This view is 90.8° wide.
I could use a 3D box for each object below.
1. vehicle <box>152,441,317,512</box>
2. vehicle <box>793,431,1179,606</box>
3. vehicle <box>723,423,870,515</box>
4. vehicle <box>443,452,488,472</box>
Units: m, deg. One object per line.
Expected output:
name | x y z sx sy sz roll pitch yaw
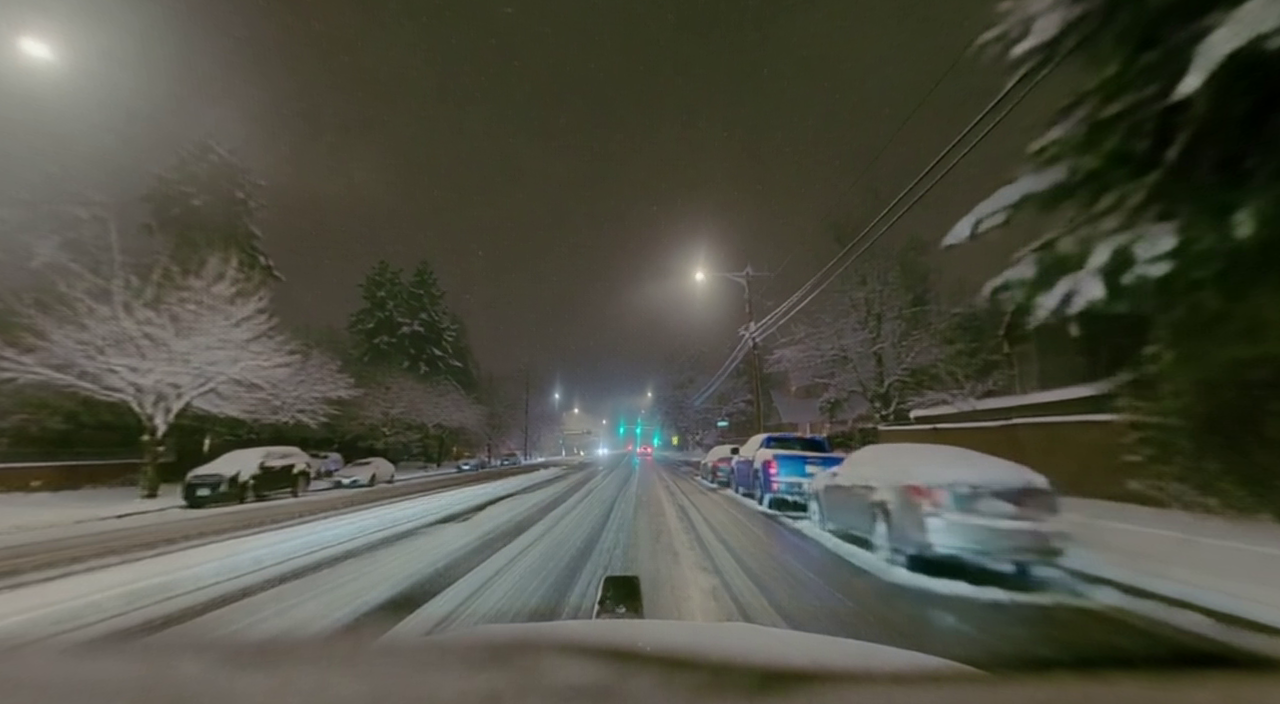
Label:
vehicle | -13.753 4.218 22.033 2.155 1.991 5.722 -3 -9 -2
vehicle | 3.611 1.826 8.062 1.911 1.471 5.151 0 -9 -2
vehicle | 3.483 2.751 15.374 2.112 1.802 5.474 0 -9 -1
vehicle | -13.704 8.648 49.786 1.901 1.481 4.636 -1 -9 4
